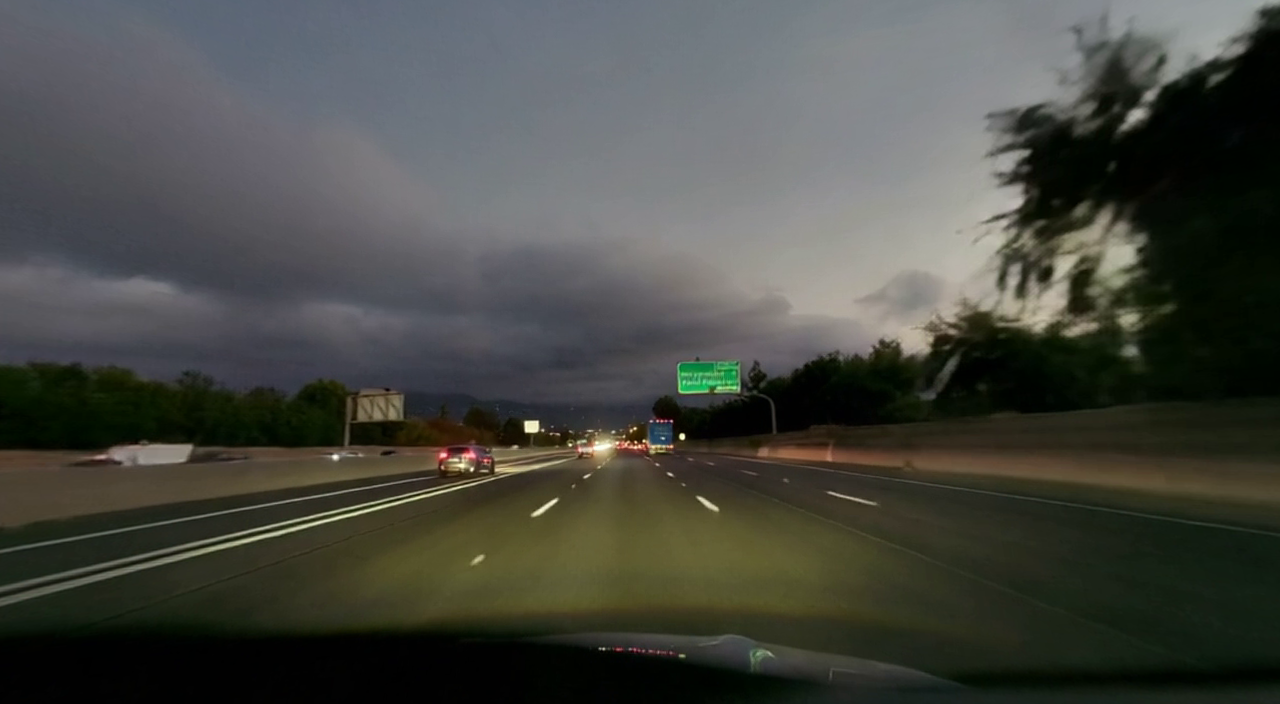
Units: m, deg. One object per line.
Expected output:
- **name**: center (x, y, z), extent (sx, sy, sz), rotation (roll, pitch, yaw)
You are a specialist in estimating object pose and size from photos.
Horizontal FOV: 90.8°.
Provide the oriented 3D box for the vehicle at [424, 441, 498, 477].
- **vehicle**: center (-7.901, 4.758, 28.346), extent (2.033, 1.494, 4.508), rotation (0, -9, 0)
